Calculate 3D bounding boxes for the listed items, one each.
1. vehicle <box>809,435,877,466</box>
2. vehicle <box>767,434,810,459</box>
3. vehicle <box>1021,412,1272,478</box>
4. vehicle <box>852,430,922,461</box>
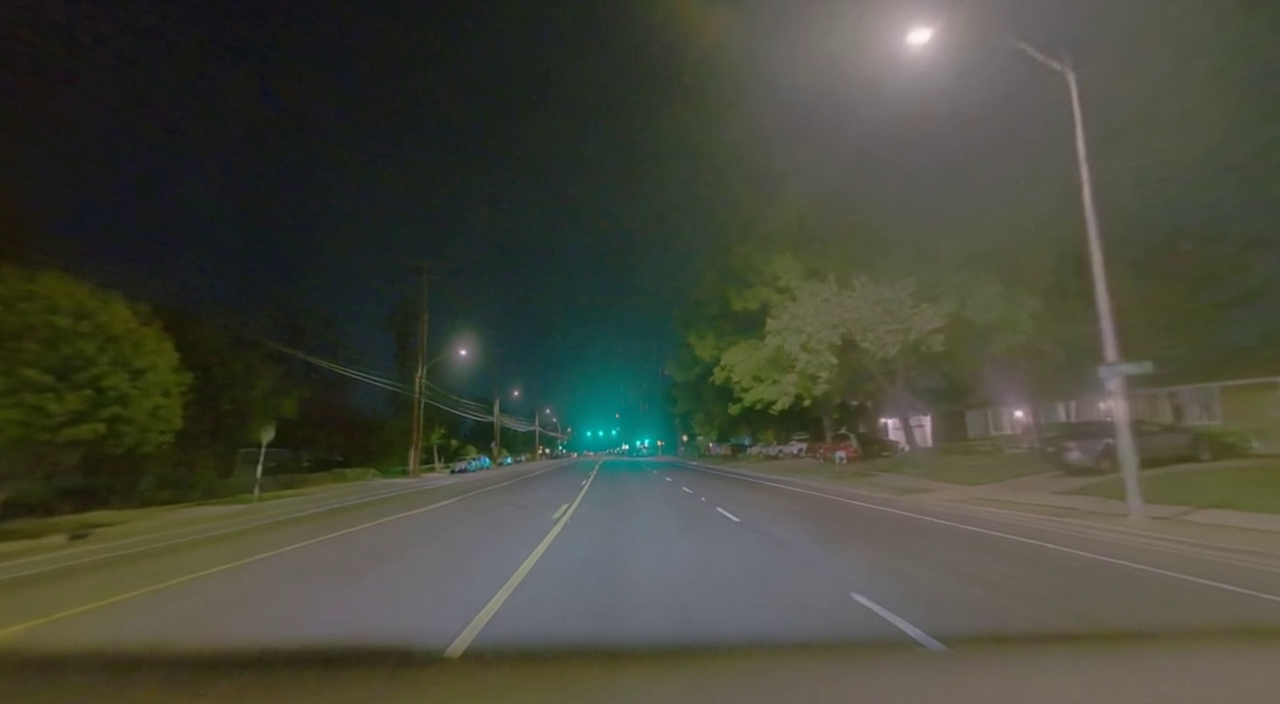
[{"bbox_3d":[10.321,5.034,32.501,1.847,1.455,4.650,0,-8,-1],"label":"vehicle"},{"bbox_3d":[10.817,6.916,46.327,2.044,1.716,4.637,0,-8,1],"label":"vehicle"},{"bbox_3d":[12.841,2.391,16.269,4.767,1.557,1.994,0,-8,-2],"label":"vehicle"},{"bbox_3d":[12.812,4.905,33.072,1.889,1.499,4.218,0,-8,-1],"label":"vehicle"}]
